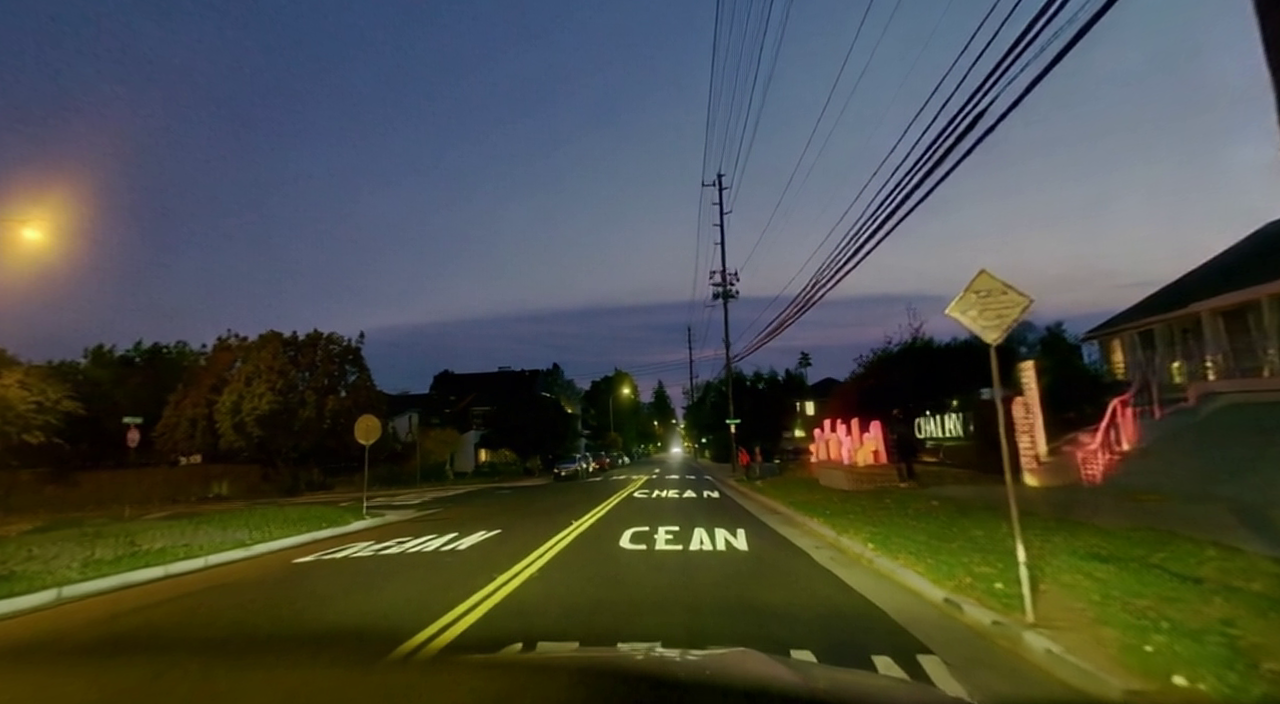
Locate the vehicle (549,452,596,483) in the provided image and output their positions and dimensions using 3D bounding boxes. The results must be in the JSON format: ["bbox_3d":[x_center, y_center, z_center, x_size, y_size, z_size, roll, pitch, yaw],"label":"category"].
[{"bbox_3d":[-4.264,7.390,40.818,2.203,1.787,4.704,-1,-8,4],"label":"vehicle"}]
